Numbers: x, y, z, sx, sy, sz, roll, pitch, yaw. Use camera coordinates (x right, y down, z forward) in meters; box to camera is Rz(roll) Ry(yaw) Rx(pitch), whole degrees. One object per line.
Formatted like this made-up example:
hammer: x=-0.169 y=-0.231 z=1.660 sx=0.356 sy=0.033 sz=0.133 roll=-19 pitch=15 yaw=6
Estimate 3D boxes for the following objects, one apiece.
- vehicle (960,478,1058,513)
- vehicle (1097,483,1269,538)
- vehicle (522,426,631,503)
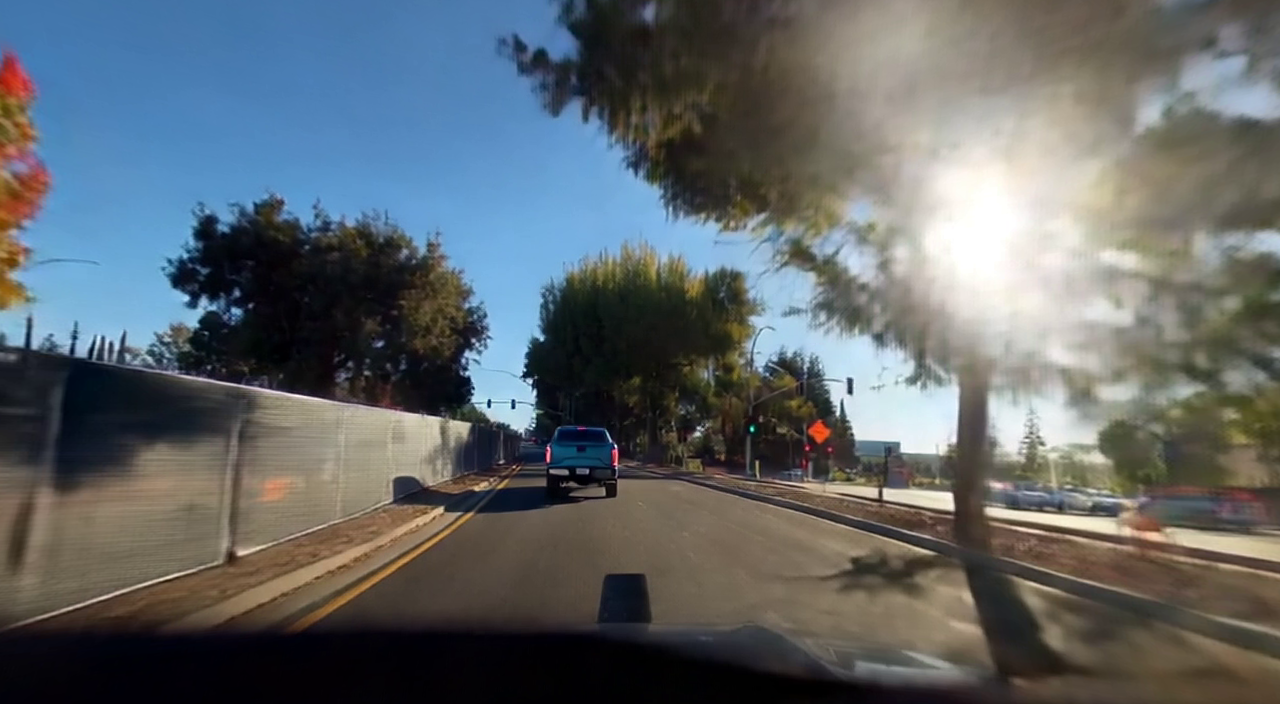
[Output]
vehicle: x=18.460 y=7.170 z=31.804 sx=1.808 sy=1.467 sz=4.360 roll=3 pitch=-10 yaw=-10
vehicle: x=19.554 y=5.710 z=23.054 sx=1.884 sy=1.622 sz=4.485 roll=3 pitch=-10 yaw=-9
vehicle: x=-1.617 y=2.921 z=16.877 sx=2.436 sy=1.698 sz=5.322 roll=0 pitch=-8 yaw=-4
